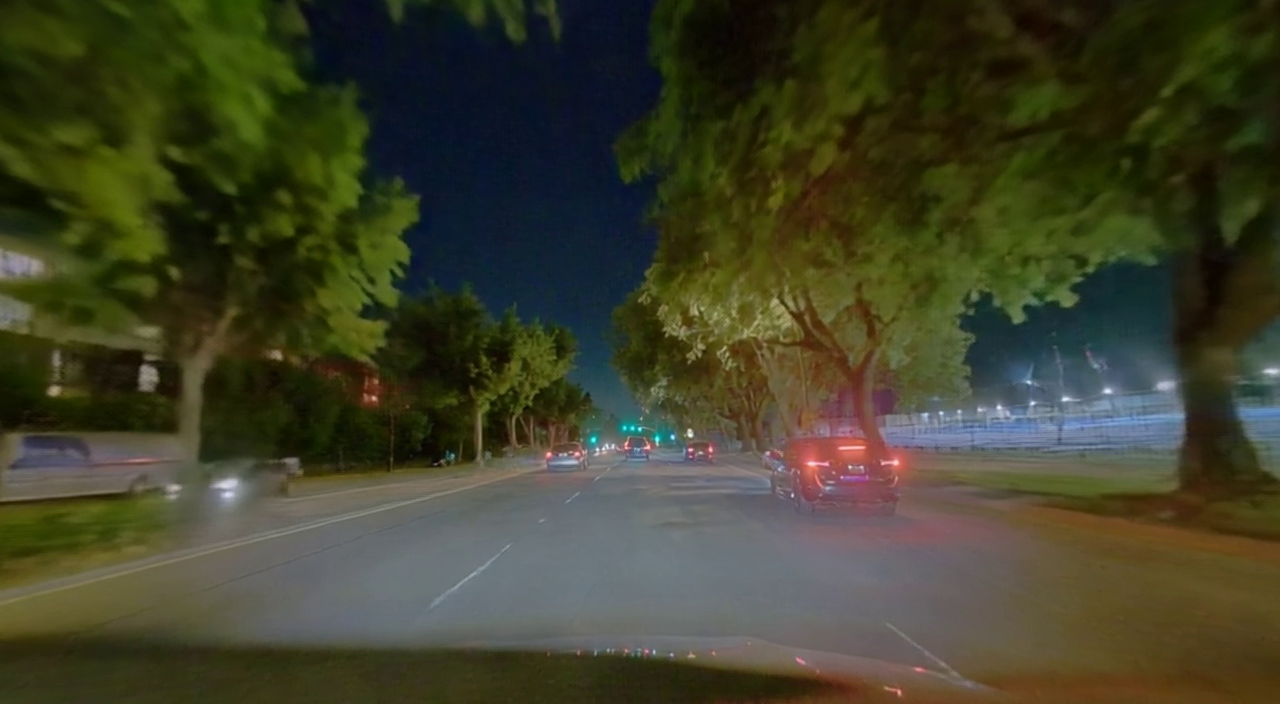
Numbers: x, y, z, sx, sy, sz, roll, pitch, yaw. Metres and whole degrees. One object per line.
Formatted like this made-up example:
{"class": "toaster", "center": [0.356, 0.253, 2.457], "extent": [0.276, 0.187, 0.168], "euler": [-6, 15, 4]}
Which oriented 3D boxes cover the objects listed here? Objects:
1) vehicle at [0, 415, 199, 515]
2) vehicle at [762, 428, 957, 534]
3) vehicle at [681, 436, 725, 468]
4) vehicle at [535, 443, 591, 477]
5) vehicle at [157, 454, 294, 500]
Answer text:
{"class": "vehicle", "center": [-22.505, 4.220, 24.255], "extent": [2.816, 3.267, 11.356], "euler": [0, -8, 0]}
{"class": "vehicle", "center": [3.580, 2.167, 11.244], "extent": [1.919, 1.502, 4.232], "euler": [0, -8, 0]}
{"class": "vehicle", "center": [3.473, 5.614, 35.620], "extent": [1.980, 1.709, 4.367], "euler": [0, -8, -1]}
{"class": "vehicle", "center": [-3.328, 4.741, 28.003], "extent": [2.013, 1.354, 3.908], "euler": [0, -8, 0]}
{"class": "vehicle", "center": [-15.645, 4.722, 24.188], "extent": [2.046, 1.482, 4.697], "euler": [0, -8, 1]}
